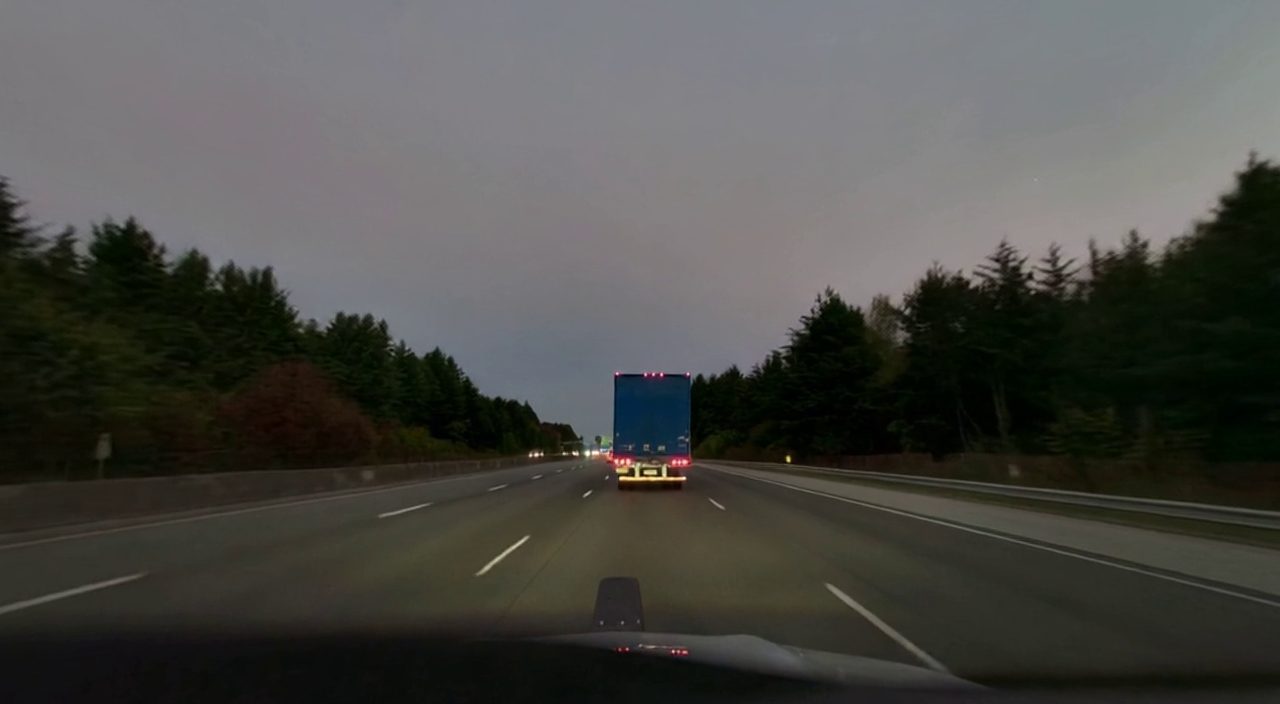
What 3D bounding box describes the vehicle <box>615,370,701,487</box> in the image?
[{"bbox_3d":[0.543,3.386,26.611,2.898,3.973,10.063,0,-9,-1],"label":"vehicle"}]
